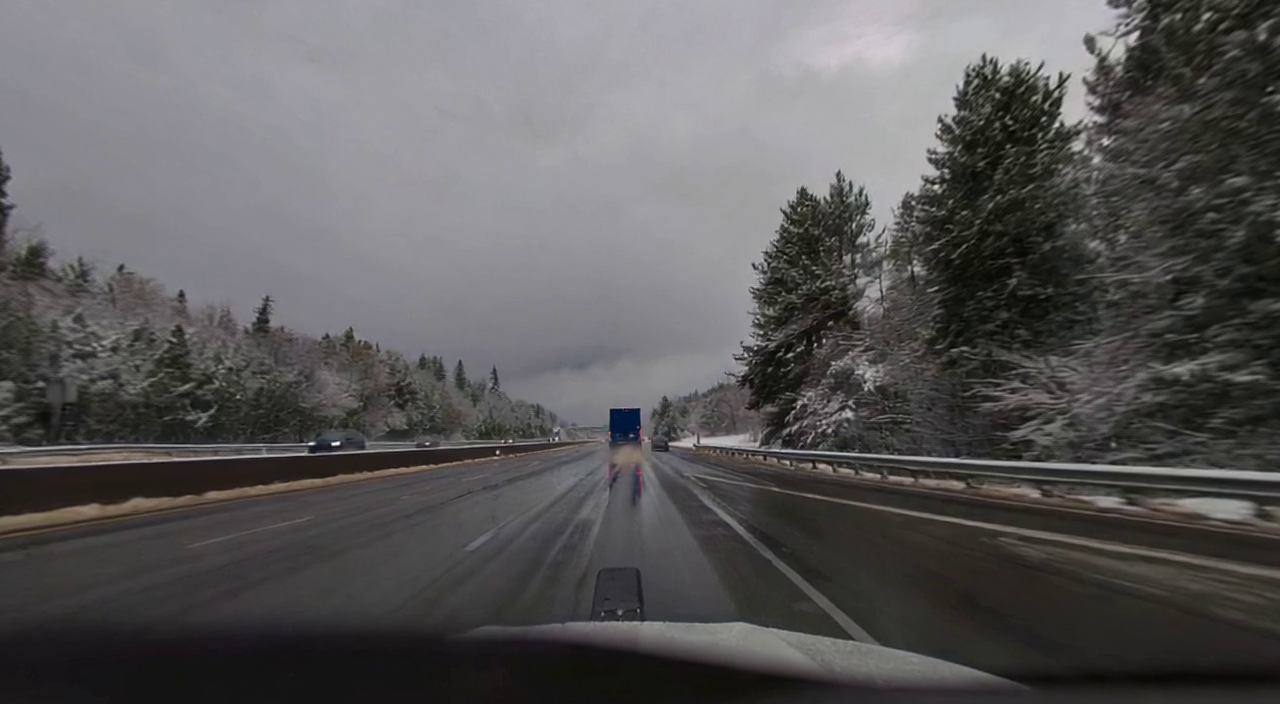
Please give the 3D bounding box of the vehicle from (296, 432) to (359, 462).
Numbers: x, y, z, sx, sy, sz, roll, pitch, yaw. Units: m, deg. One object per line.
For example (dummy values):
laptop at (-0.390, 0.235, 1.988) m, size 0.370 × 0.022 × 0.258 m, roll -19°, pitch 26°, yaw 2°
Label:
vehicle at (-19.913, 6.046, 40.371) m, size 2.157 × 1.776 × 4.374 m, roll 0°, pitch -7°, yaw -6°
